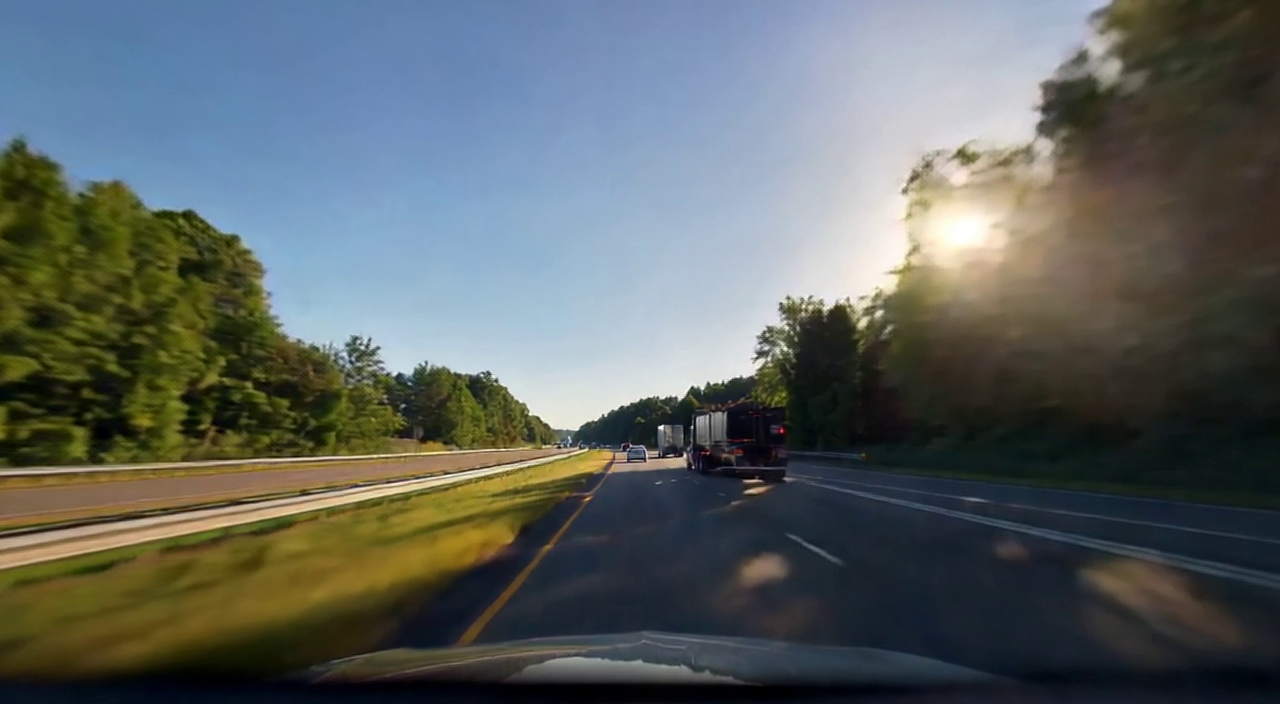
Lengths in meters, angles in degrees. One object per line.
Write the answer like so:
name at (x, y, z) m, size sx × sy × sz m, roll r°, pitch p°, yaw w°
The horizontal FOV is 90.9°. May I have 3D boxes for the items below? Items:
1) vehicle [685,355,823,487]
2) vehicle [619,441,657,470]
vehicle at (4.019, 3.195, 26.759) m, size 2.883 × 4.057 × 14.579 m, roll 0°, pitch -9°, yaw -1°
vehicle at (-0.174, 5.866, 35.984) m, size 2.051 × 1.513 × 4.511 m, roll 0°, pitch -9°, yaw -2°
